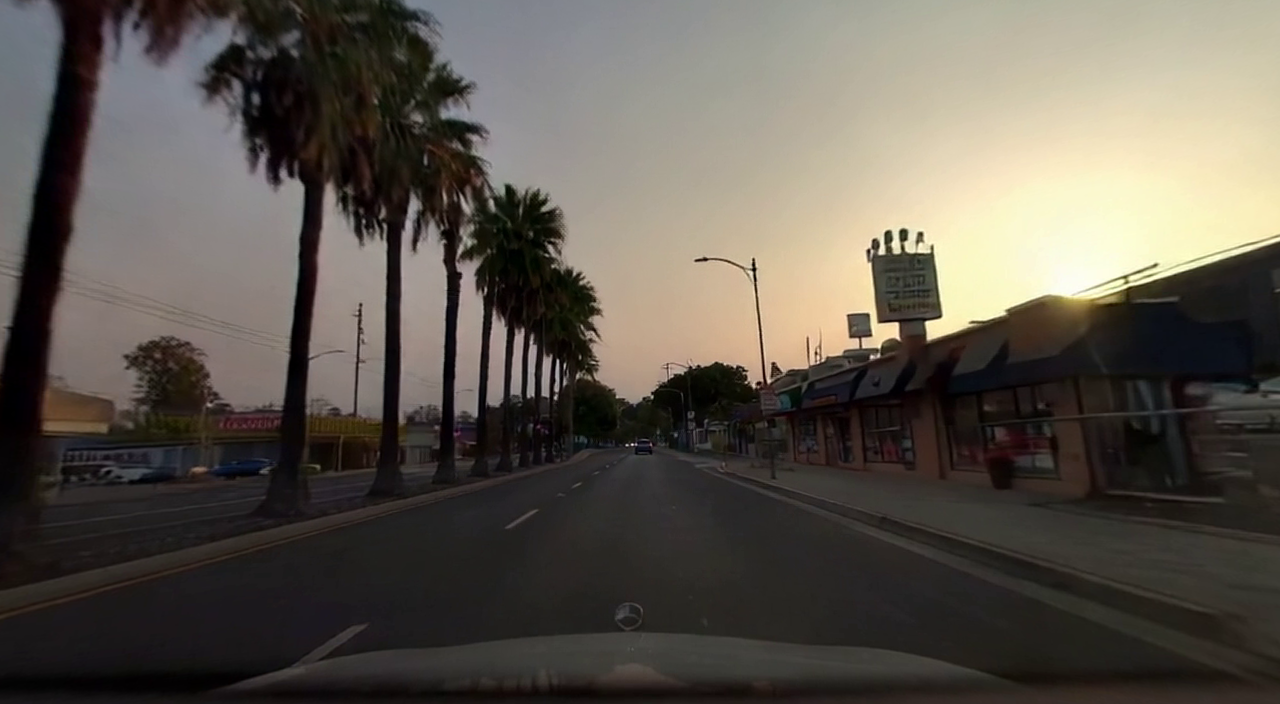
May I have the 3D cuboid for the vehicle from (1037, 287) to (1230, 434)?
[{"bbox_3d":[10.400,0.406,13.107,4.592,2.160,2.015,10,-19,-41],"label":"vehicle"}]
